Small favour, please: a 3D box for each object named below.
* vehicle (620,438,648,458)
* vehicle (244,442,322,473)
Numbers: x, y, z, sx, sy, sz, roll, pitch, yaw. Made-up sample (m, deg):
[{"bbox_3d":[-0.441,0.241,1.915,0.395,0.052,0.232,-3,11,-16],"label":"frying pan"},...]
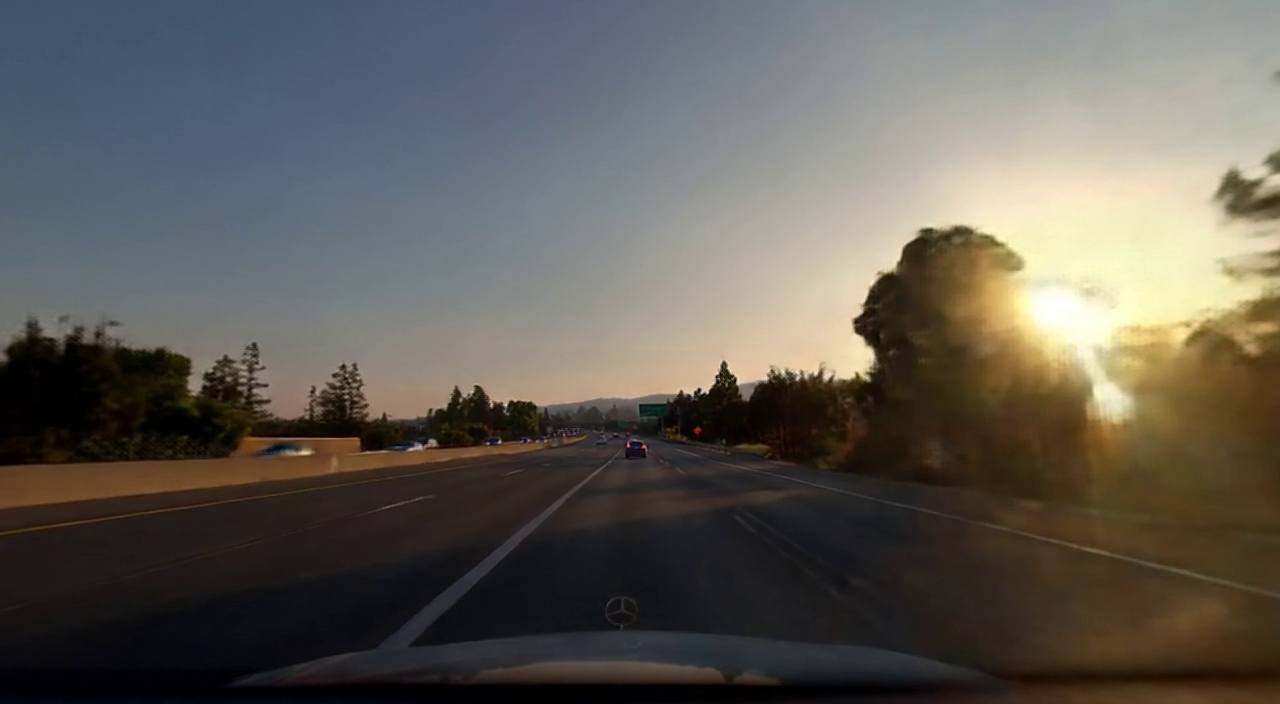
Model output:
[{"bbox_3d":[-0.510,7.316,48.002,2.025,1.460,4.189,0,-9,-1],"label":"vehicle"},{"bbox_3d":[-21.058,6.235,37.522,1.927,1.699,4.713,0,-9,0],"label":"vehicle"}]
